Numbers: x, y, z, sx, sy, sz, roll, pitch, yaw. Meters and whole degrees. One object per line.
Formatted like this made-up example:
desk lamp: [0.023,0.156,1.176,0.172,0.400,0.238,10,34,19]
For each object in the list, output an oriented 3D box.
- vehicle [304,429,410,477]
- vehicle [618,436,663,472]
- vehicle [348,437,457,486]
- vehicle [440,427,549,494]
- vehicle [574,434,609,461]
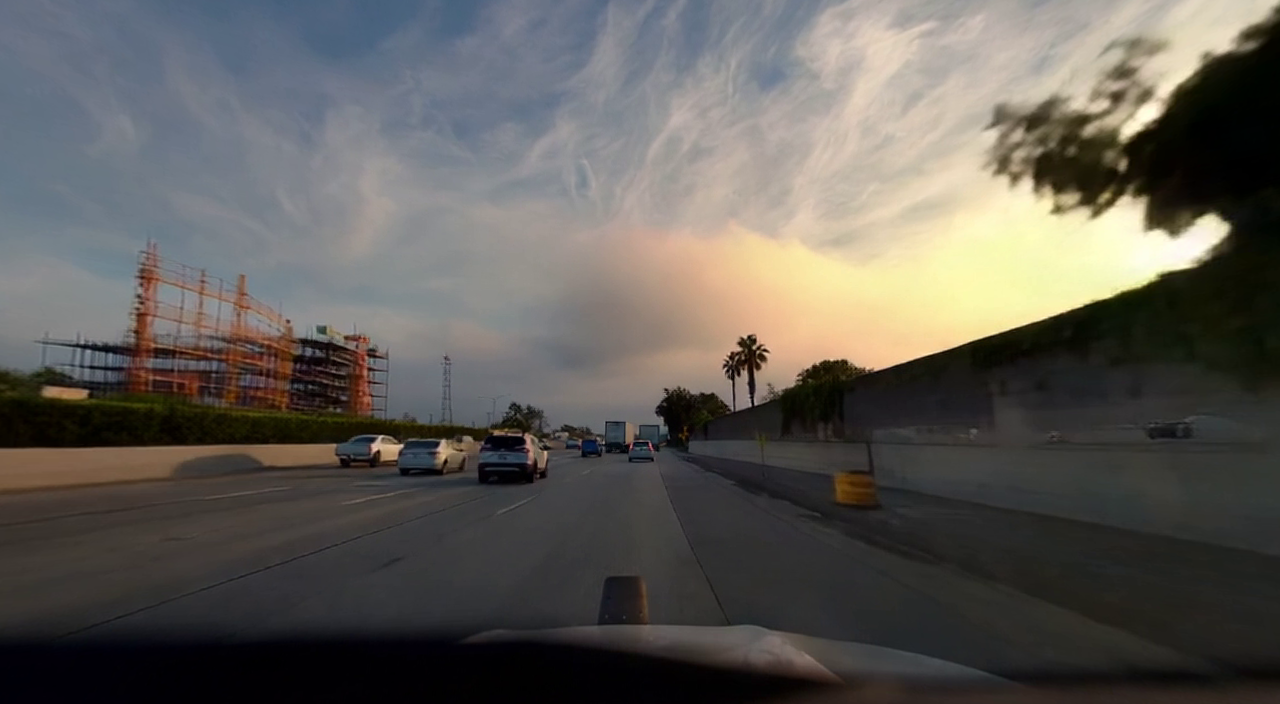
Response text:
vehicle: [-11.899,4.273,26.999,2.077,1.829,5.101,0,-8,1]
vehicle: [0.060,5.114,31.935,2.136,1.678,4.052,0,-8,1]
vehicle: [-7.953,3.683,21.595,1.949,1.476,4.410,0,-8,1]
vehicle: [-4.168,3.186,18.937,2.108,1.740,4.549,0,-8,1]
vehicle: [-3.674,7.374,48.791,2.203,1.958,4.848,0,-8,2]
